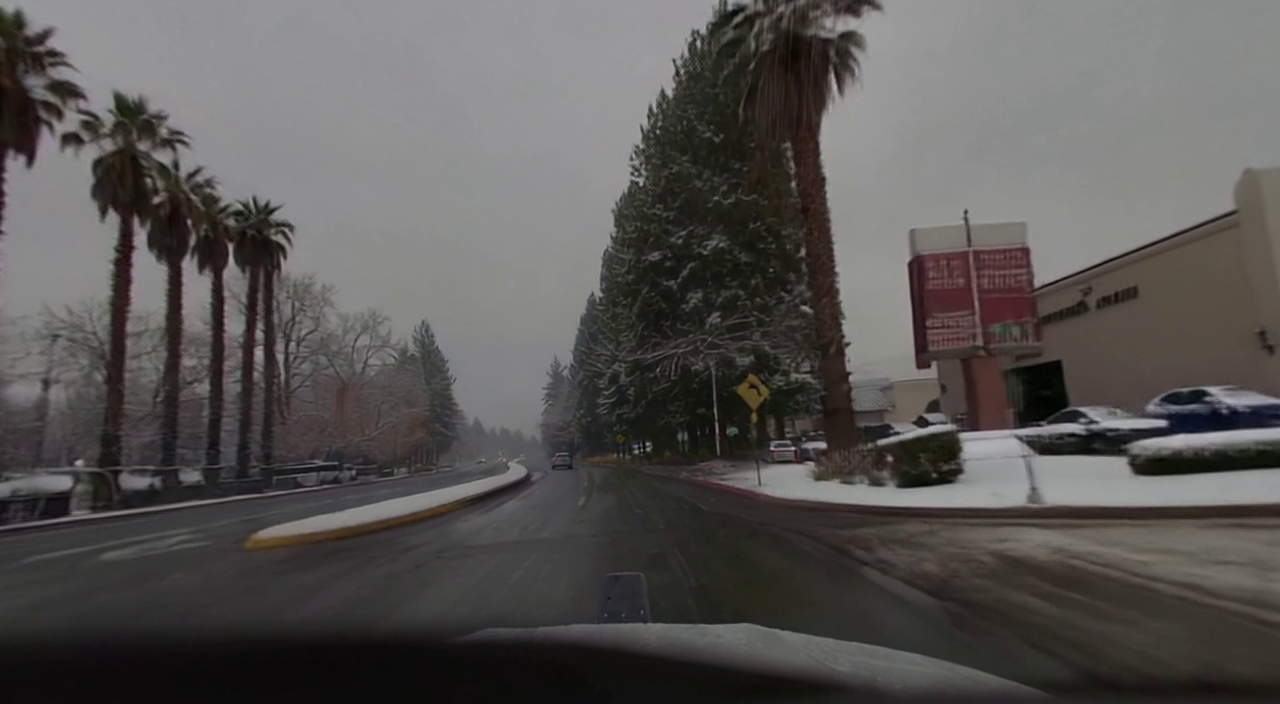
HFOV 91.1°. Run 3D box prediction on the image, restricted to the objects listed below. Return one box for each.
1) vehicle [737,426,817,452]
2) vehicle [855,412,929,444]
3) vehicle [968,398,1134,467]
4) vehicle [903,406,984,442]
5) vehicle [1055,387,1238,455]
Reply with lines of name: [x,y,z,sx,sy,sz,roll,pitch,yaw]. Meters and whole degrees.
vehicle: [8.919,5.713,41.208,4.671,1.630,2.200,0,-9,-3]
vehicle: [17.908,5.408,44.636,4.537,1.686,2.002,-3,-11,-21]
vehicle: [11.617,2.405,18.304,2.196,1.715,4.918,-1,-9,10]
vehicle: [18.201,4.412,37.912,1.992,1.767,4.848,-7,-9,-5]
vehicle: [14.202,2.081,18.049,2.065,1.687,4.584,-2,-9,11]
